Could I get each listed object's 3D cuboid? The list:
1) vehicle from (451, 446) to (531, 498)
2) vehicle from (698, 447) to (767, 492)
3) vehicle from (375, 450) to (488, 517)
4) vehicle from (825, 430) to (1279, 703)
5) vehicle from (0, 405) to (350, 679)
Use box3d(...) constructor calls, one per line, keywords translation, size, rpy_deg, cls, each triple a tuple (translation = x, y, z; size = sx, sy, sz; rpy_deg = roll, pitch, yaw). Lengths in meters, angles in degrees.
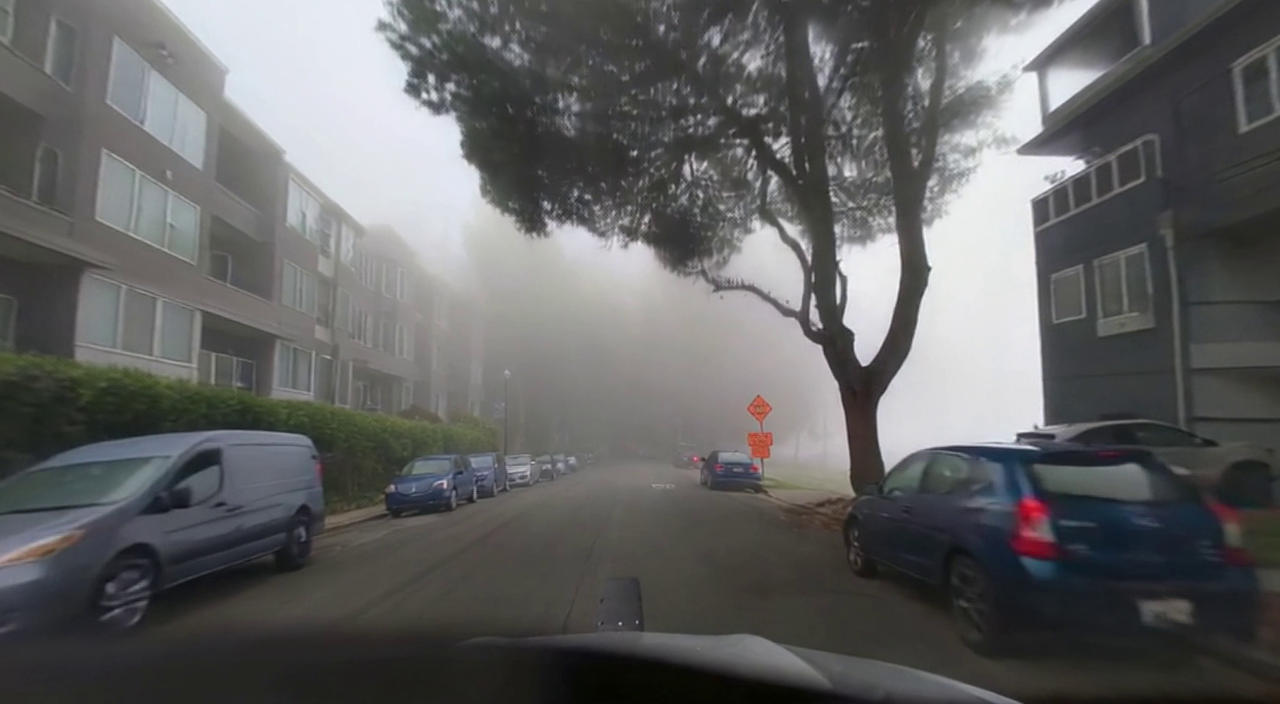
box3d(translation=(-4.970, 4.026, 21.614), size=(1.782, 1.585, 3.962), rpy_deg=(0, -8, 0), cls="vehicle")
box3d(translation=(3.302, 4.266, 23.385), size=(1.835, 1.490, 4.134), rpy_deg=(0, -8, -1), cls="vehicle")
box3d(translation=(-5.273, 3.338, 16.459), size=(1.722, 1.491, 3.431), rpy_deg=(0, -8, 1), cls="vehicle")
box3d(translation=(3.111, 1.477, 5.379), size=(1.903, 1.512, 3.900), rpy_deg=(0, -8, 1), cls="vehicle")
box3d(translation=(-5.318, 1.671, 7.157), size=(1.947, 1.833, 4.606), rpy_deg=(-2, -2, 0), cls="vehicle")
